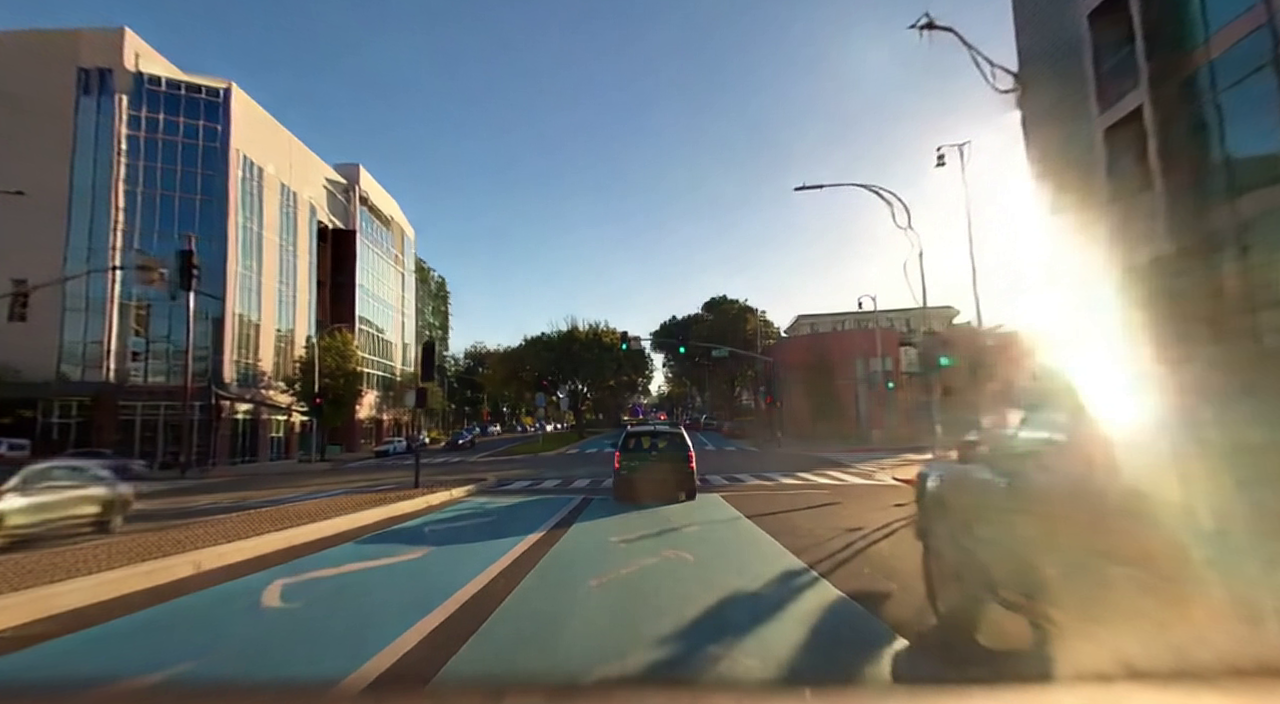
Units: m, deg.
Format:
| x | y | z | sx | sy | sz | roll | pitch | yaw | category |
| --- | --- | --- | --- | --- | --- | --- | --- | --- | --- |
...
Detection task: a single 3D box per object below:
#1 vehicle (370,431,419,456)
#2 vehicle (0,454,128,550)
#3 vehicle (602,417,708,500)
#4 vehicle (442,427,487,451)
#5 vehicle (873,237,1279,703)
| x | y | z | sx | sy | sz | roll | pitch | yaw | category |
| --- | --- | --- | --- | --- | --- | --- | --- | --- | --- |
| -19.221 | 7.193 | 49.553 | 2.060 | 1.867 | 4.626 | 0 | -9 | -2 | vehicle |
| -13.380 | 2.999 | 12.719 | 2.025 | 1.785 | 4.845 | 0 | -9 | 0 | vehicle |
| 0.337 | 2.638 | 15.868 | 2.283 | 1.773 | 4.255 | 0 | -9 | 0 | vehicle |
| -13.324 | 6.685 | 48.155 | 2.062 | 1.697 | 4.321 | 0 | -8 | 2 | vehicle |
| 3.374 | 0.703 | 2.450 | 2.487 | 2.048 | 6.443 | 0 | -9 | 0 | vehicle |
